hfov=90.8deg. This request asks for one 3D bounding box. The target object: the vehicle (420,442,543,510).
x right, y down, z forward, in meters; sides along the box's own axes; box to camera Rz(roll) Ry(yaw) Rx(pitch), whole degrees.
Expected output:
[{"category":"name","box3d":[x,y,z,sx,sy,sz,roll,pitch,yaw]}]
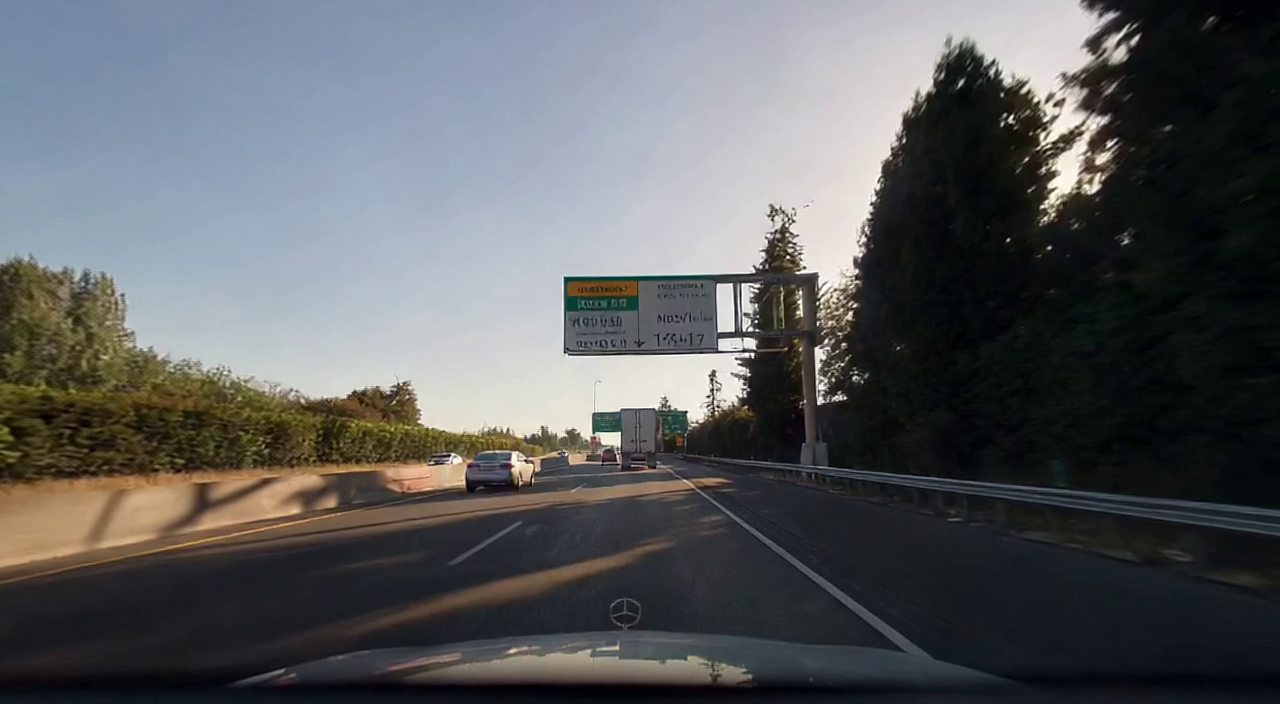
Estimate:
[{"category":"vehicle","box3d":[-3.969,3.185,16.670,2.053,1.523,4.450,0,-9,0]}]

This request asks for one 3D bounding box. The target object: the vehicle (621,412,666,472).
[{"category":"vehicle","box3d":[0.123,6.467,45.117,2.864,3.805,9.500,0,-9,-1]}]
